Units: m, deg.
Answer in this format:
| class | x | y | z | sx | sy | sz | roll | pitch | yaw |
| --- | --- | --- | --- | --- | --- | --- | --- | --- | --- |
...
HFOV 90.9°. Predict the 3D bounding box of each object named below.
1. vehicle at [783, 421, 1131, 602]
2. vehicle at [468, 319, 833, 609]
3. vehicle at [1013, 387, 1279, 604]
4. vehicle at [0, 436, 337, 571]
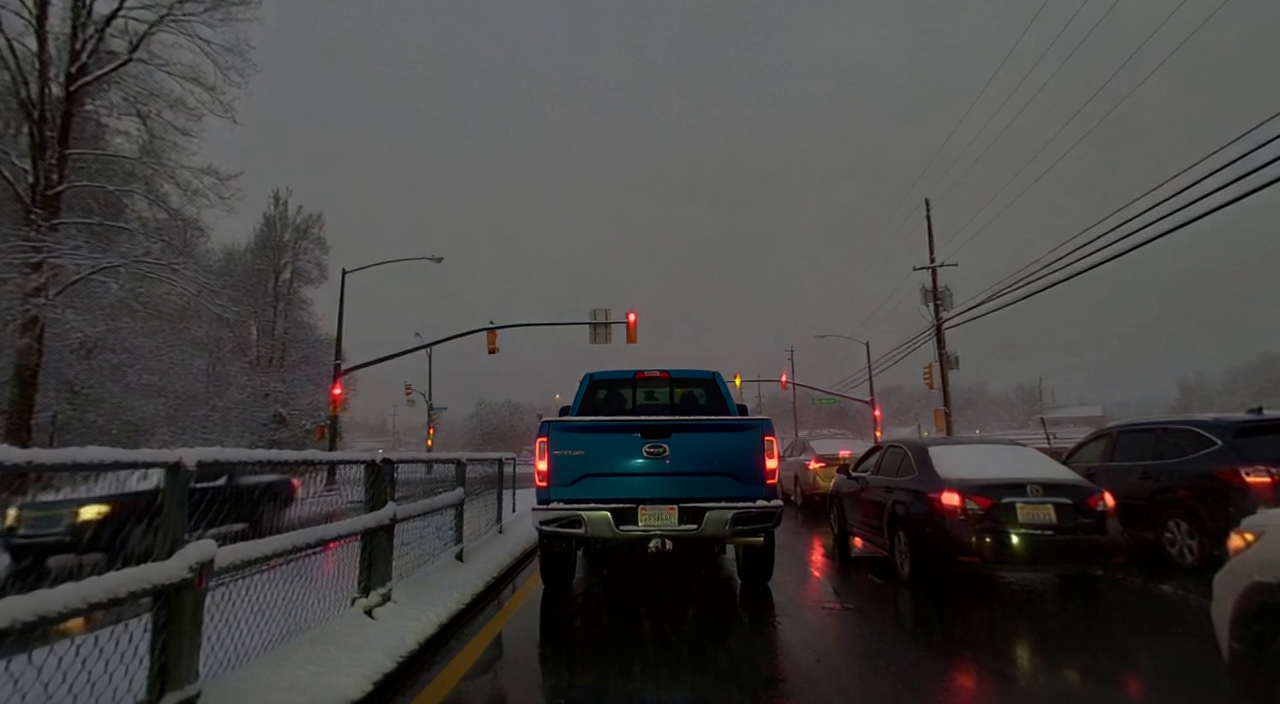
| class | x | y | z | sx | sy | sz | roll | pitch | yaw |
| --- | --- | --- | --- | --- | --- | --- | --- | --- | --- |
| vehicle | 3.118 | 1.638 | 7.371 | 1.993 | 1.495 | 4.060 | 0 | -8 | 1 |
| vehicle | 0.117 | 1.307 | 8.094 | 2.831 | 2.284 | 6.149 | 0 | -8 | 1 |
| vehicle | 6.156 | 1.363 | 6.469 | 1.982 | 1.727 | 4.352 | 0 | -8 | 1 |
| vehicle | -7.374 | 2.276 | 10.379 | 2.369 | 1.690 | 4.529 | 0 | -8 | 2 |
